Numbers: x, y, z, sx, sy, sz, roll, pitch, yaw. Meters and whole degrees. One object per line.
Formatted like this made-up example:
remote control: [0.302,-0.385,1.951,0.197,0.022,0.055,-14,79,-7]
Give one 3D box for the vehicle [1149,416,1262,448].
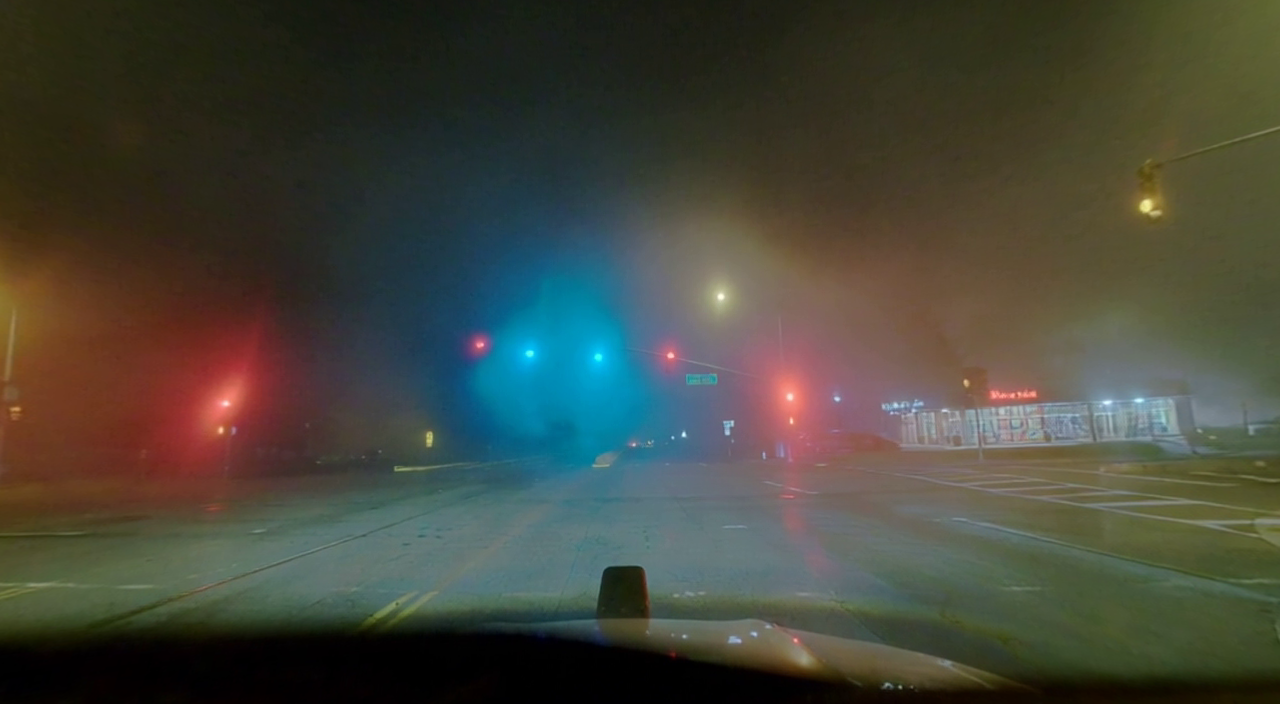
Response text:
vehicle: [28.280,4.074,31.723,1.799,1.459,4.266,0,-8,3]
